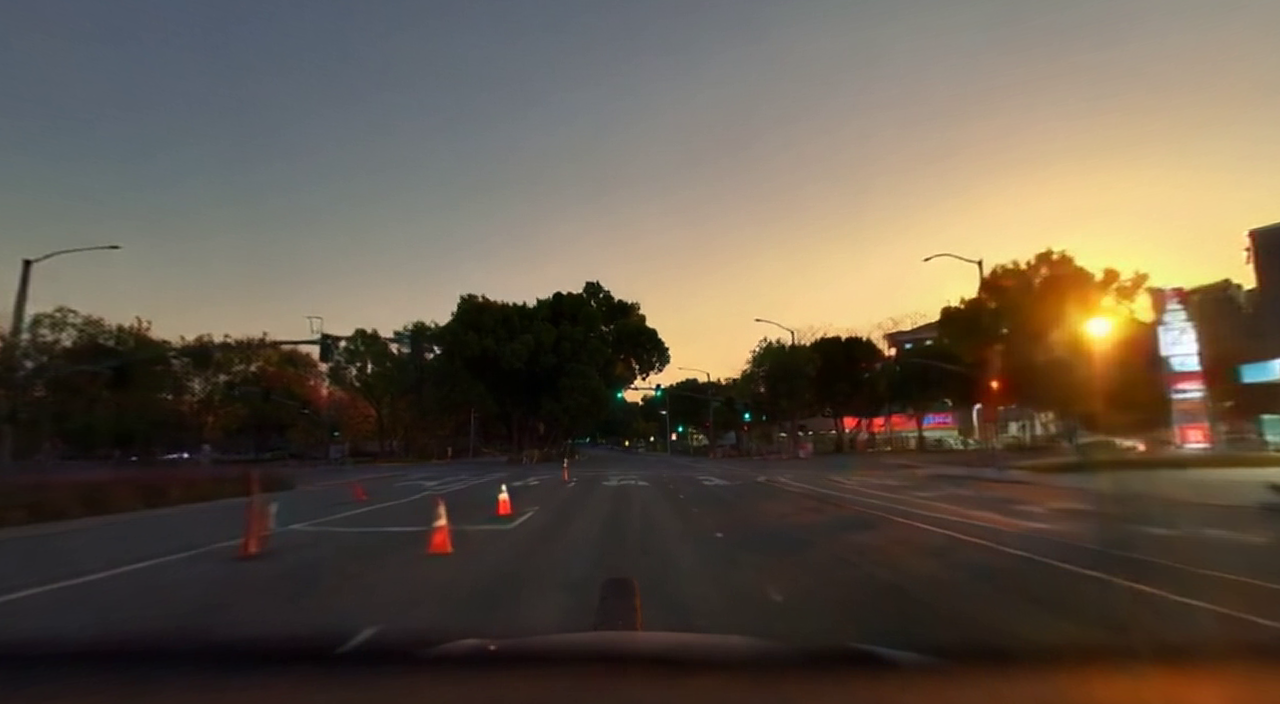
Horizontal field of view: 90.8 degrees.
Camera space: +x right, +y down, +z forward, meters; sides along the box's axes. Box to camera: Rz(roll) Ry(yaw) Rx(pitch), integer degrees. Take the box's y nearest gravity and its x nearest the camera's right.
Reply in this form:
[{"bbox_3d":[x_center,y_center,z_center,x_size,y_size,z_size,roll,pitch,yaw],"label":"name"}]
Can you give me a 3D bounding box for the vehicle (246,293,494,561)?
[{"bbox_3d":[-3.995,1.157,10.130,2.637,3.576,3.006,-1,-7,-1],"label":"vehicle"}]
